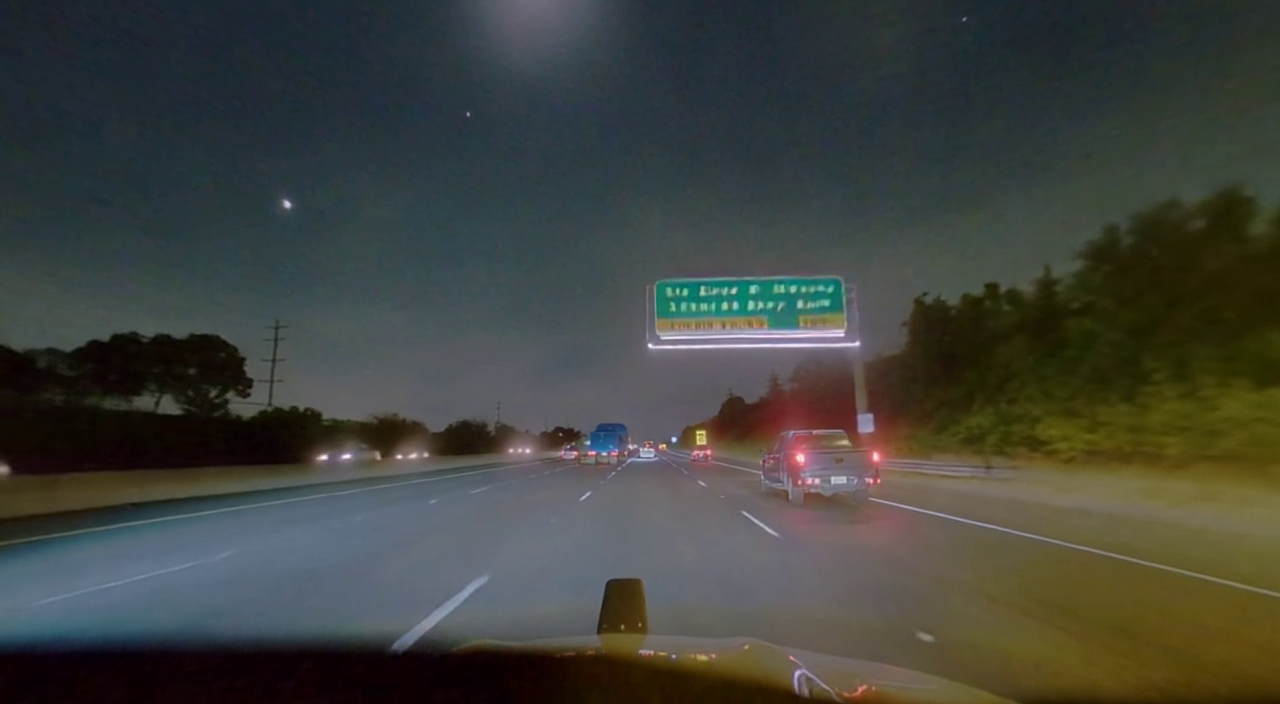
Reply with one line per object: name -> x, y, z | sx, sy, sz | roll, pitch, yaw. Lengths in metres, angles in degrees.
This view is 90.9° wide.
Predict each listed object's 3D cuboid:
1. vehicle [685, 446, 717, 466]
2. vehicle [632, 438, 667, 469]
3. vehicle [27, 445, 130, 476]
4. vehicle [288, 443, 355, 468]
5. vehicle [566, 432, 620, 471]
vehicle -> 4.645, 7.956, 48.536 | 1.993, 1.474, 4.230 | 0, -9, -1
vehicle -> 0.637, 6.982, 43.506 | 2.309, 2.023, 5.130 | 0, -8, 0
vehicle -> -35.354, 6.806, 39.931 | 2.014, 1.835, 4.795 | 0, -9, 1
vehicle -> -20.957, 6.841, 41.788 | 1.943, 1.543, 4.715 | 0, -9, 0
vehicle -> -3.202, 7.377, 47.638 | 2.854, 2.379, 16.653 | -1, -8, 0
